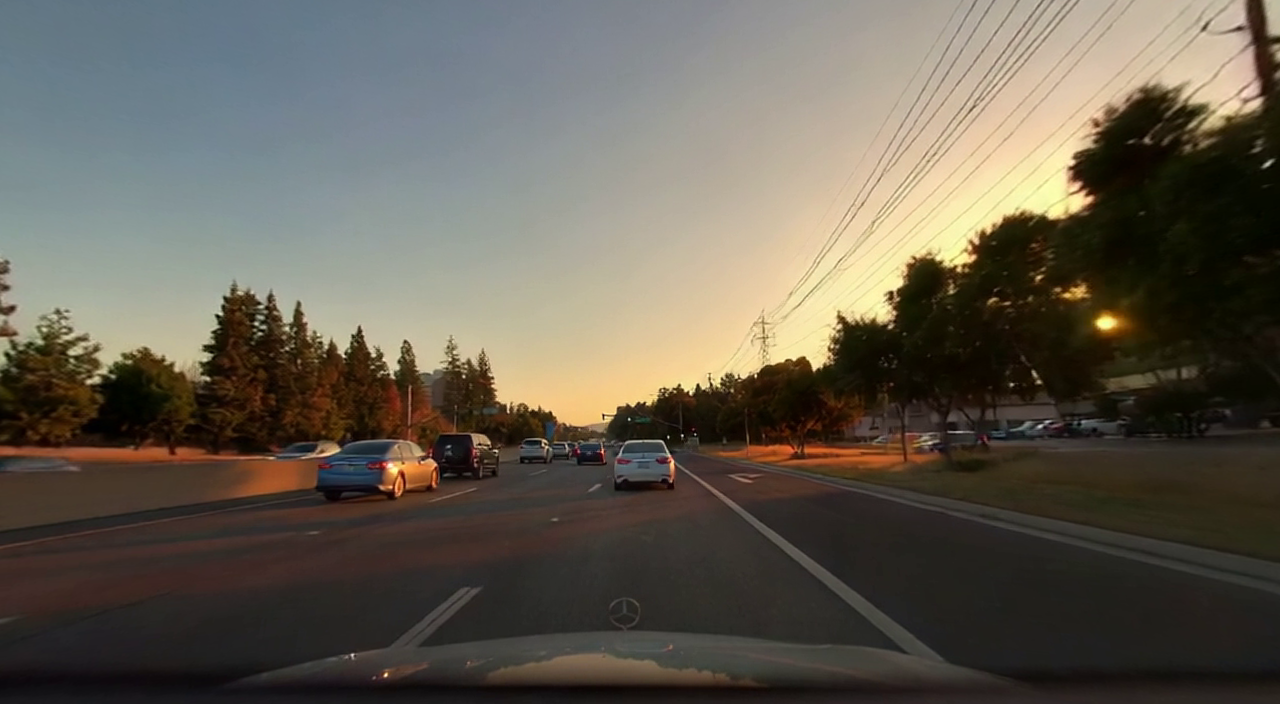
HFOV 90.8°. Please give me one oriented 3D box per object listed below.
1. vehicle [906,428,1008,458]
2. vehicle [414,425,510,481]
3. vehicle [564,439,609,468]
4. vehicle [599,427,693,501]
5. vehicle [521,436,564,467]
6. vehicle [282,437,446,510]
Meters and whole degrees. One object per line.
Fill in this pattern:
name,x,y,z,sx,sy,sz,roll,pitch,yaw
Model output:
vehicle,17.786,5.134,35.619,4.659,1.572,2.019,0,-8,0
vehicle,-6.641,3.844,24.283,2.144,1.905,4.967,-1,-8,1
vehicle,-2.888,5.620,35.130,2.055,1.510,3.961,-1,-8,1
vehicle,0.137,2.848,16.498,2.140,1.653,4.108,0,-8,0
vehicle,-5.997,6.135,39.219,1.914,1.756,4.179,-1,-8,1
vehicle,-6.438,2.858,15.440,1.900,1.483,4.547,-1,-8,1
